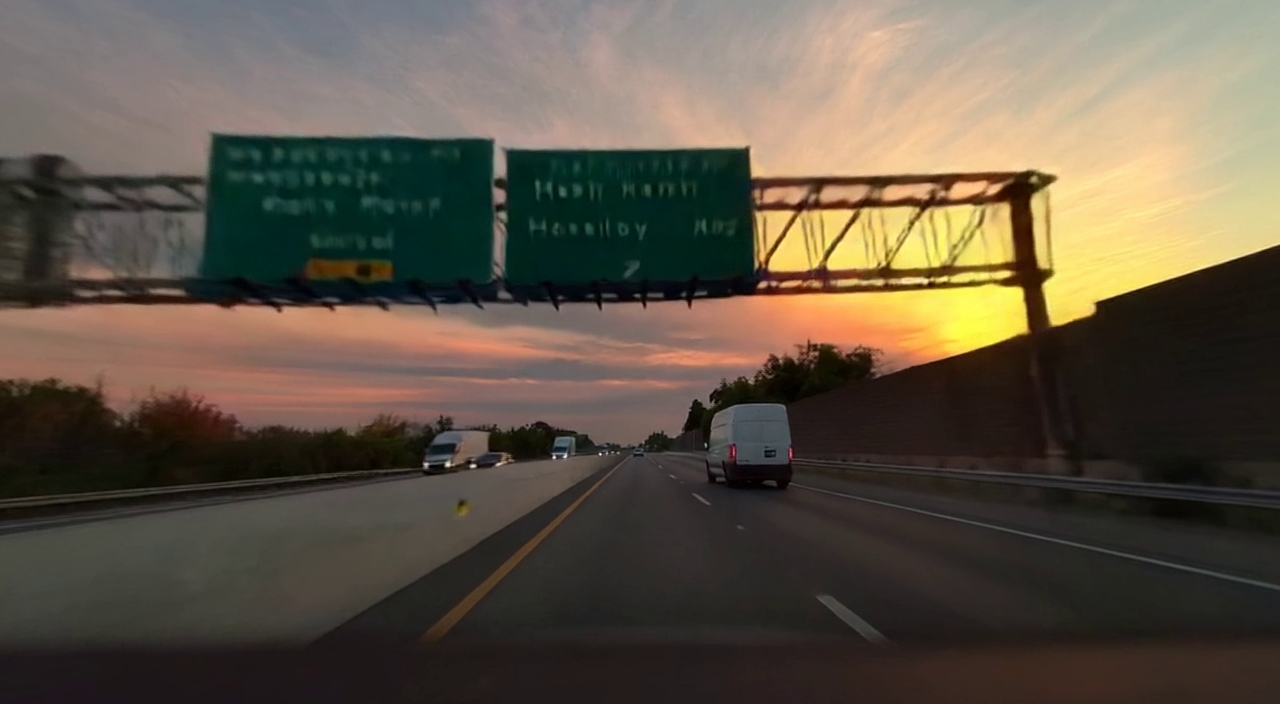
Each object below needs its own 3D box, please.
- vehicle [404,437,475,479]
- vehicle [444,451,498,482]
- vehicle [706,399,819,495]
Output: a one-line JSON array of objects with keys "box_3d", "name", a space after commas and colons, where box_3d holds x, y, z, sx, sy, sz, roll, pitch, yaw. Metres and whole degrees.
[{"box_3d": [-12.936, 6.904, 41.180, 2.601, 2.464, 6.400, 0, -9, -1], "name": "vehicle"}, {"box_3d": [-8.813, 5.980, 33.033, 1.816, 1.460, 3.681, 0, -9, 0], "name": "vehicle"}, {"box_3d": [3.974, 3.334, 22.039, 2.449, 2.805, 6.763, 0, -9, -1], "name": "vehicle"}]
